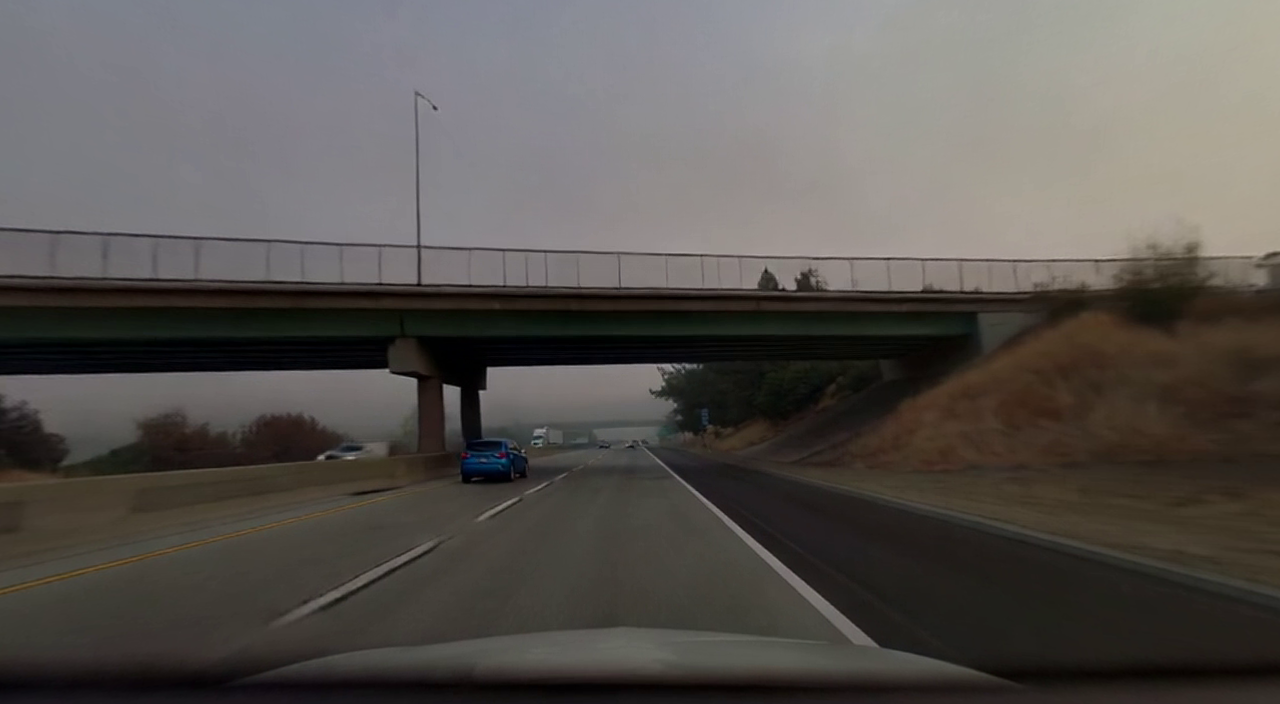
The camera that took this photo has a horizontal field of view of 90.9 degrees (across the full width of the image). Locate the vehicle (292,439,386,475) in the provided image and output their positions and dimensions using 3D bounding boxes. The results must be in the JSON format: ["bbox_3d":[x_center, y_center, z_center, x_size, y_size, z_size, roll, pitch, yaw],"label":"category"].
[{"bbox_3d":[-13.589,4.742,28.797,1.993,1.485,4.604,0,-8,0],"label":"vehicle"}]

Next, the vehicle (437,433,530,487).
[{"bbox_3d":[-4.825,3.355,19.998,1.965,1.513,3.774,0,-8,0],"label":"vehicle"}]
